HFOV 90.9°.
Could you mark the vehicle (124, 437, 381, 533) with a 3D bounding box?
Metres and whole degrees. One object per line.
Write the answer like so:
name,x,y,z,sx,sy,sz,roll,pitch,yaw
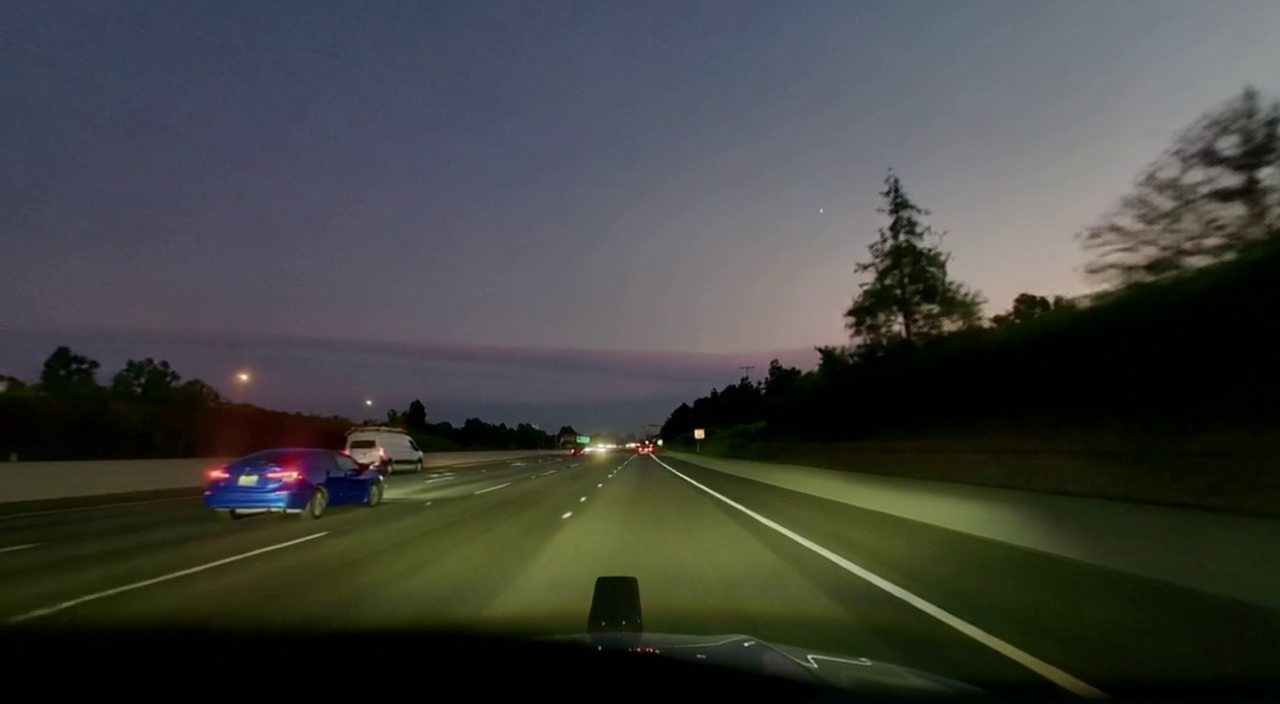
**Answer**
vehicle,-7.064,2.444,12.307,1.981,1.486,4.735,0,-8,0
